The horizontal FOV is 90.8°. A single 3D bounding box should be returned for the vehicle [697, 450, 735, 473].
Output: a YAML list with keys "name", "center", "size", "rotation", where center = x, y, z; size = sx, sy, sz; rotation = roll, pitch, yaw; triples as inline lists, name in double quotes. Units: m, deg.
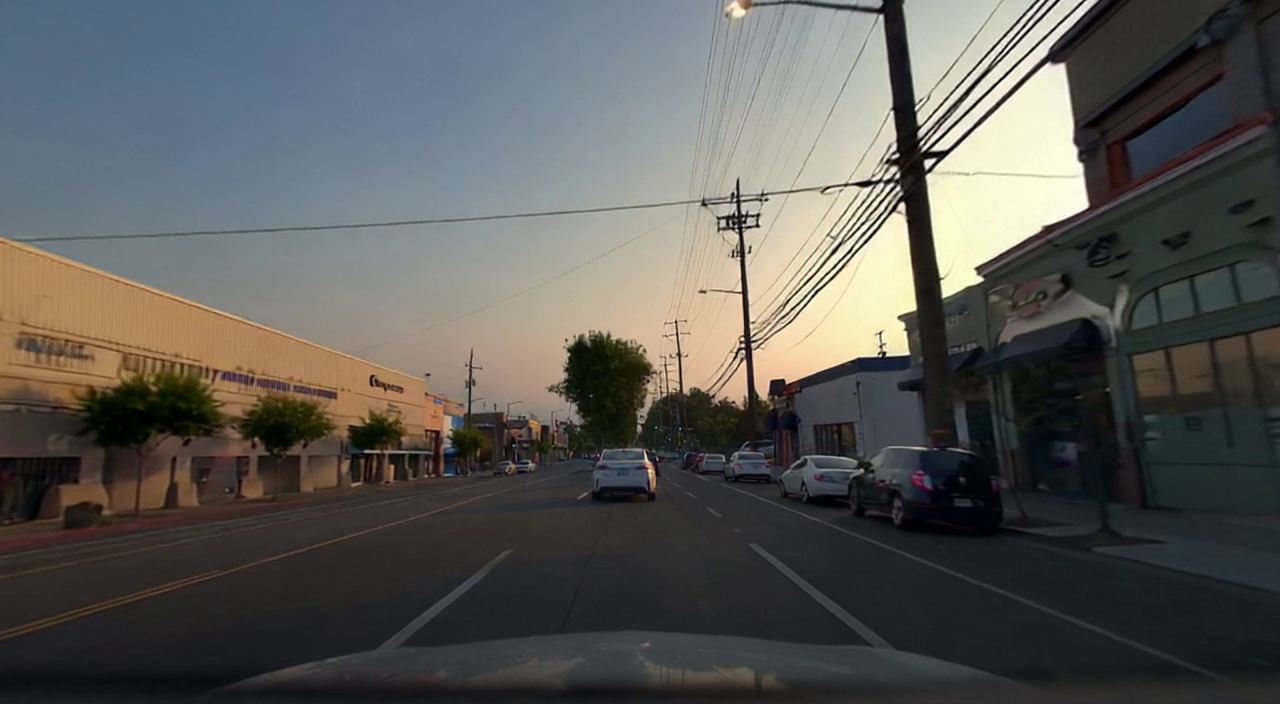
- name: "vehicle"
  center: [5.195, 7.545, 43.668]
  size: [1.987, 1.459, 4.677]
  rotation: [0, -8, -1]

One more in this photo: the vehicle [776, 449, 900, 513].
- name: "vehicle"
  center: [4.996, 3.287, 16.632]
  size: [1.761, 1.413, 4.272]
  rotation: [0, -8, -2]

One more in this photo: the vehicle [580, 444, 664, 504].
- name: "vehicle"
  center: [-0.452, 3.391, 18.035]
  size: [2.116, 1.479, 3.980]
  rotation: [0, -8, 0]

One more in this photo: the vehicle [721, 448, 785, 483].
- name: "vehicle"
  center: [5.271, 5.373, 30.218]
  size: [2.108, 1.471, 4.948]
  rotation: [0, -8, -1]

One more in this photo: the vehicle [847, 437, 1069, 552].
- name: "vehicle"
  center: [5.118, 2.288, 10.853]
  size: [1.779, 1.592, 3.740]
  rotation: [0, -8, -1]
